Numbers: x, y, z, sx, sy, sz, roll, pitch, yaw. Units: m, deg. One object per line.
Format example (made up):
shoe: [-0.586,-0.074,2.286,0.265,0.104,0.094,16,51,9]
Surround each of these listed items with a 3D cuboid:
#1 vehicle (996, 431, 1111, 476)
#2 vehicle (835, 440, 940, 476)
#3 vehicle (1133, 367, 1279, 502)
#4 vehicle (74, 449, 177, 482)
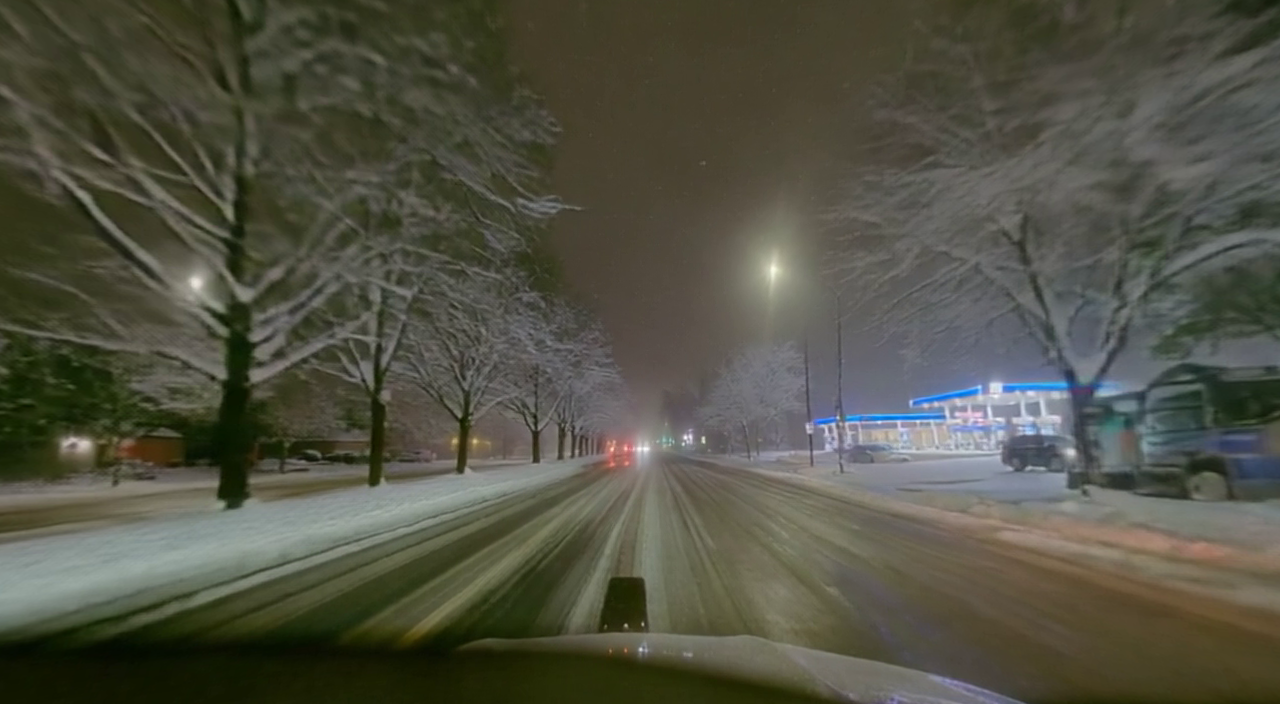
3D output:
vehicle: [17.174,4.206,26.438,1.806,1.721,3.978,0,-8,-7]
vehicle: [12.042,5.133,30.780,4.359,1.656,1.894,1,-9,-11]
vehicle: [14.984,1.826,14.129,5.820,2.752,2.234,0,-8,-1]
vehicle: [-31.179,6.885,38.446,2.059,1.782,5.016,1,-8,-1]
